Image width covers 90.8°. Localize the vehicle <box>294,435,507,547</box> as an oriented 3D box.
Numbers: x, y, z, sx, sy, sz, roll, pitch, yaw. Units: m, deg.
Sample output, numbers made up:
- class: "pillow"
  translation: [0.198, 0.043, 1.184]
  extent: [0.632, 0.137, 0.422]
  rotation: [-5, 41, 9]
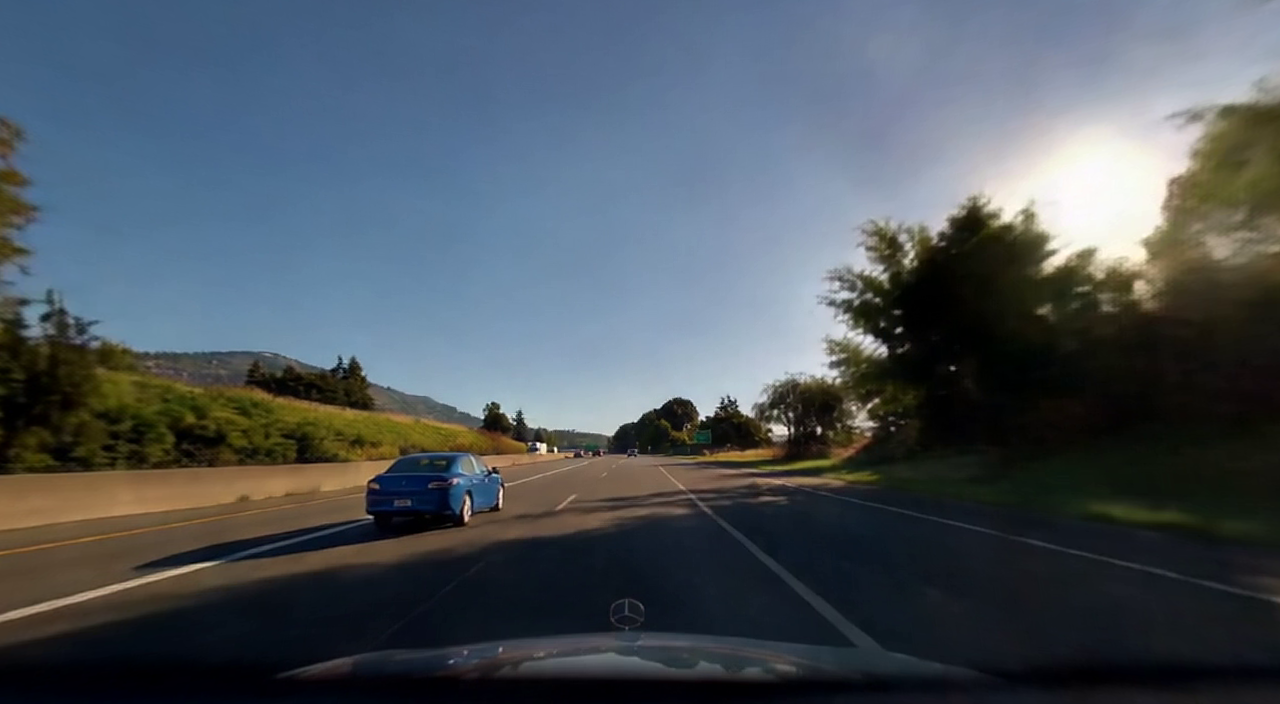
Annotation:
- class: "vehicle"
  translation: [-3.766, 2.246, 10.816]
  extent: [2.121, 1.537, 3.852]
  rotation: [0, -9, 0]
